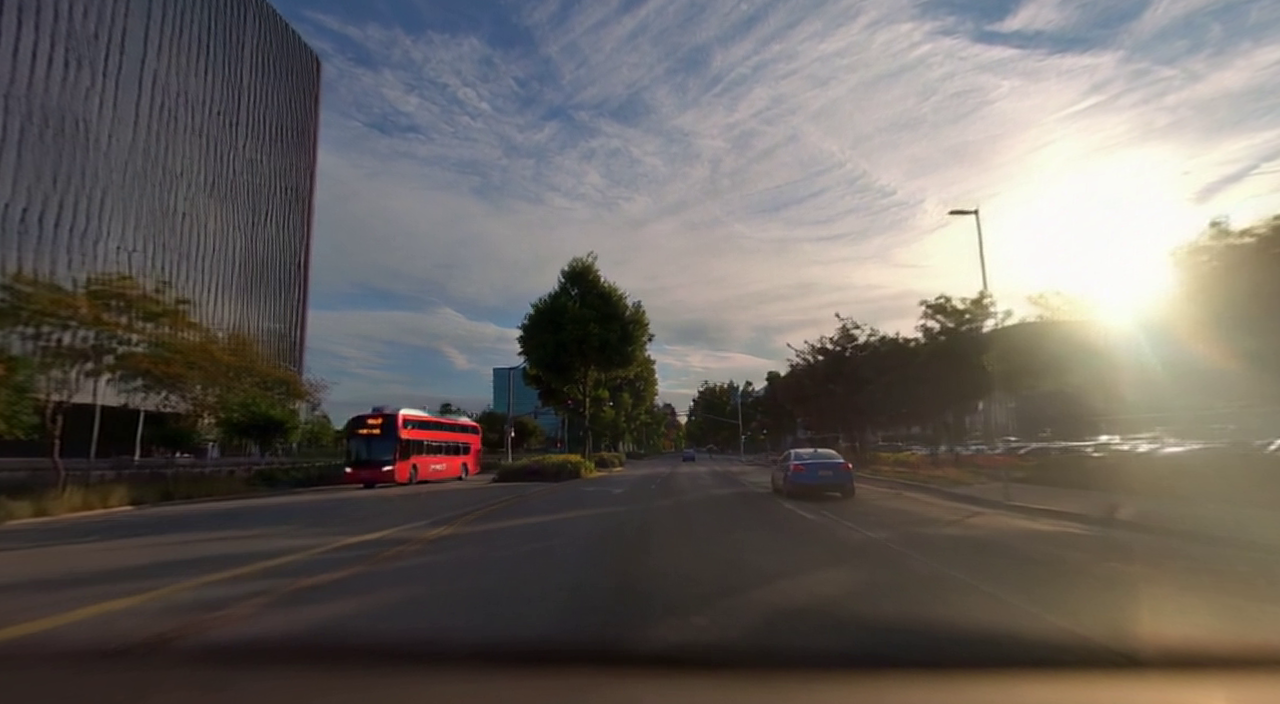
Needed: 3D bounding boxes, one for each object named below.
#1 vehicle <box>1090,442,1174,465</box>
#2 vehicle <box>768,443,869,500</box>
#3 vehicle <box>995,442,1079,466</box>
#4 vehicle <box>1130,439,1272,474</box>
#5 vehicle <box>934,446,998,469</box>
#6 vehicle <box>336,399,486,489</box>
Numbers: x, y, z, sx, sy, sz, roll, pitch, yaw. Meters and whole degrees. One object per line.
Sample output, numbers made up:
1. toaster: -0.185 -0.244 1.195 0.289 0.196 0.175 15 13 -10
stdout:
1. vehicle: 38.600 7.996 49.502 4.638 1.678 2.196 -1 -9 2
2. vehicle: 5.205 3.559 18.989 1.993 1.501 4.127 -1 -9 2
3. vehicle: 25.224 6.517 40.118 3.983 1.479 1.857 -2 -9 9
4. vehicle: 24.546 4.610 27.680 4.201 1.441 1.970 -1 -9 4
5. vehicle: 24.887 8.080 48.169 3.824 1.453 1.894 -3 -8 1
6. vehicle: -13.005 5.642 38.034 3.110 4.418 13.688 -1 -9 4
